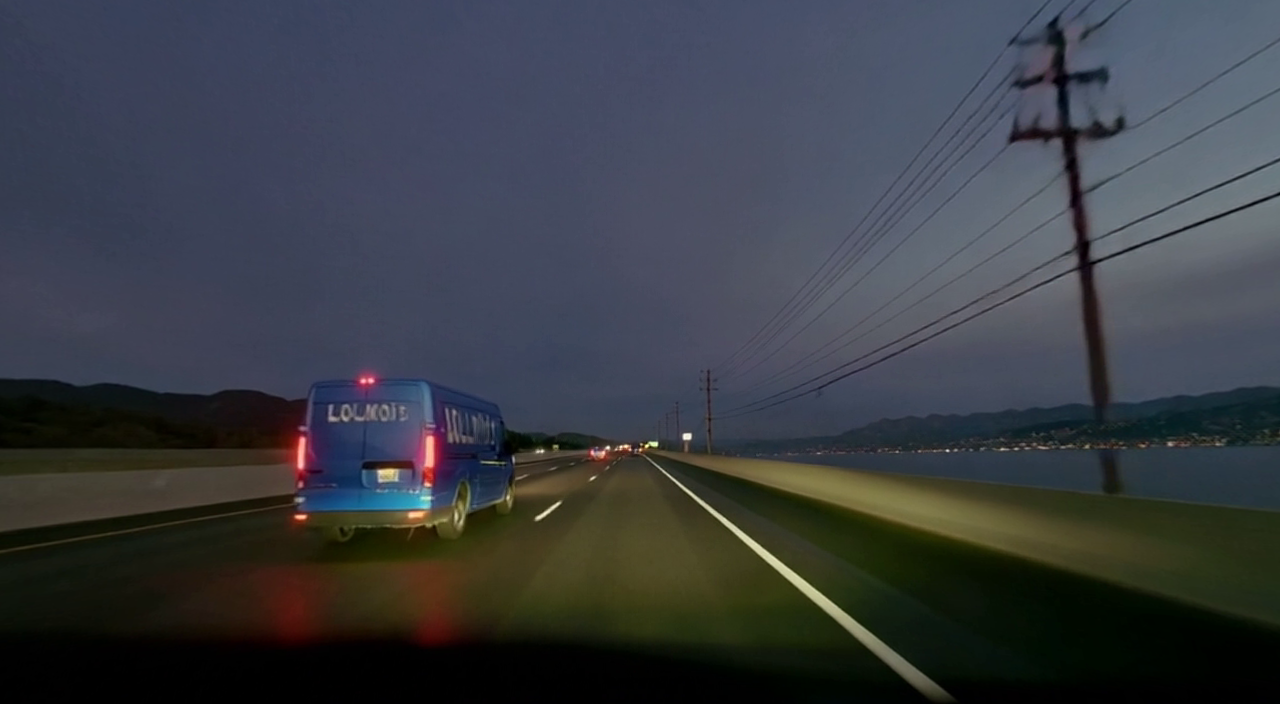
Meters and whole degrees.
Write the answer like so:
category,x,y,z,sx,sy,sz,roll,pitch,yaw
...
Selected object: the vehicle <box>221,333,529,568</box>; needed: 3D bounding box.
category,x,y,z,sx,sy,sz,roll,pitch,yaw
vehicle,-3.668,1.613,10.748,2.331,2.757,6.581,0,-8,0
